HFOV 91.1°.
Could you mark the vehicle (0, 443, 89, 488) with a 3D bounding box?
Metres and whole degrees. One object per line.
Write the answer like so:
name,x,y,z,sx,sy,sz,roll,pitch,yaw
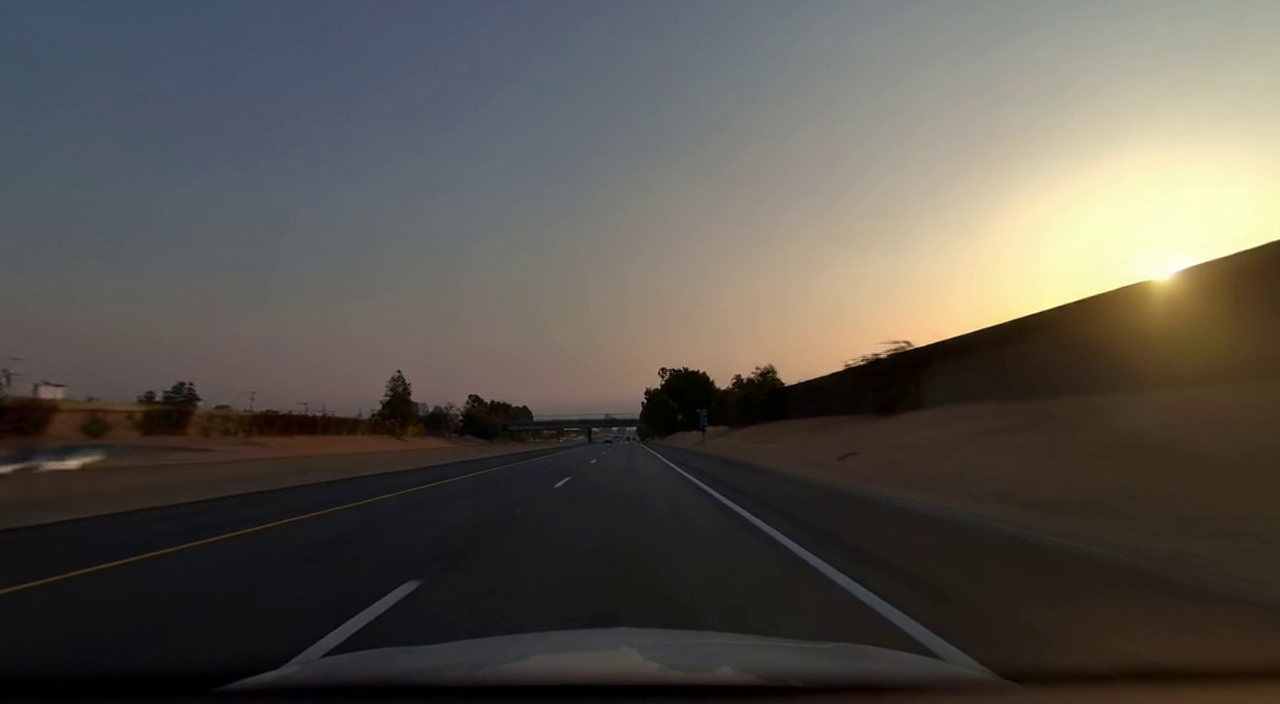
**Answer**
vehicle,-23.211,4.161,23.185,1.858,1.508,4.267,0,-8,0
